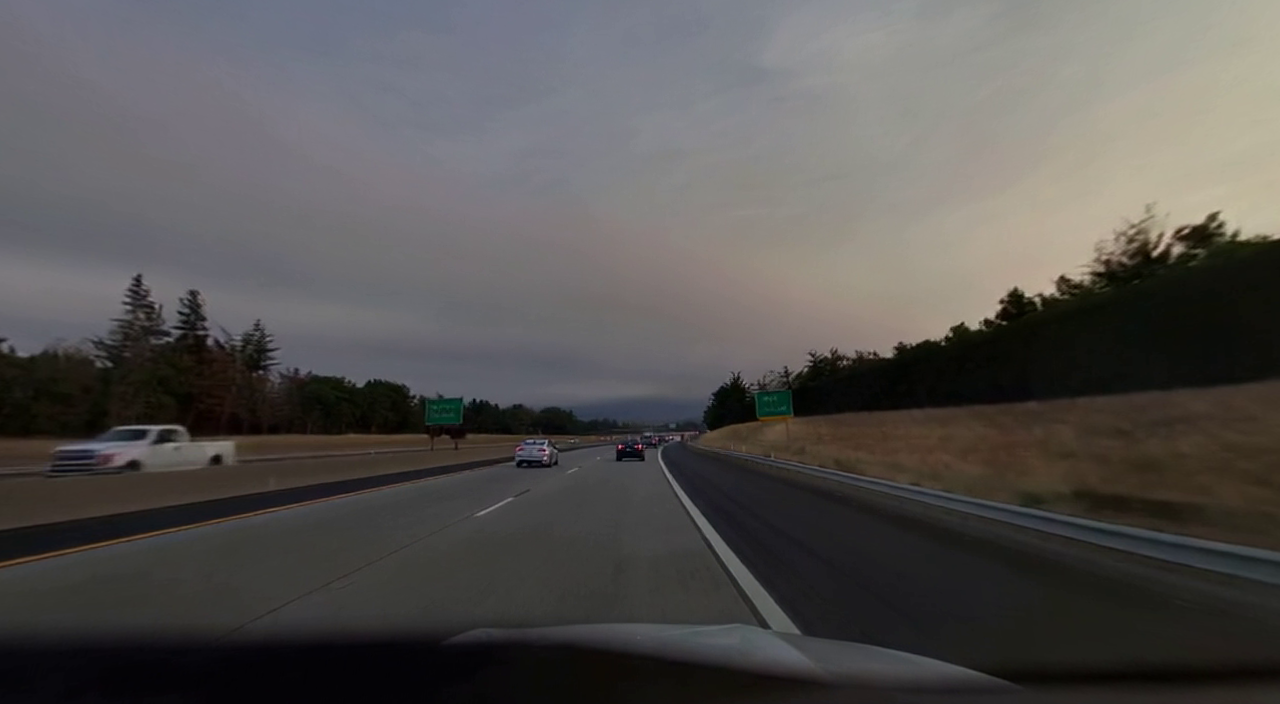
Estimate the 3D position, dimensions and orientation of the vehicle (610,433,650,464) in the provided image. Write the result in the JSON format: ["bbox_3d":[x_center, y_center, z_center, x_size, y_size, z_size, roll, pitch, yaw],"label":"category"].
[{"bbox_3d":[-0.546,5.458,35.729,2.146,1.636,4.026,-1,-8,0],"label":"vehicle"}]

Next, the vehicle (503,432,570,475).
[{"bbox_3d":[-4.338,4.338,27.098,2.075,1.653,4.317,-1,-8,2],"label":"vehicle"}]

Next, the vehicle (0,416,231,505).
[{"bbox_3d":[-15.490,3.150,18.846,2.565,2.213,5.866,-1,-8,0],"label":"vehicle"}]
